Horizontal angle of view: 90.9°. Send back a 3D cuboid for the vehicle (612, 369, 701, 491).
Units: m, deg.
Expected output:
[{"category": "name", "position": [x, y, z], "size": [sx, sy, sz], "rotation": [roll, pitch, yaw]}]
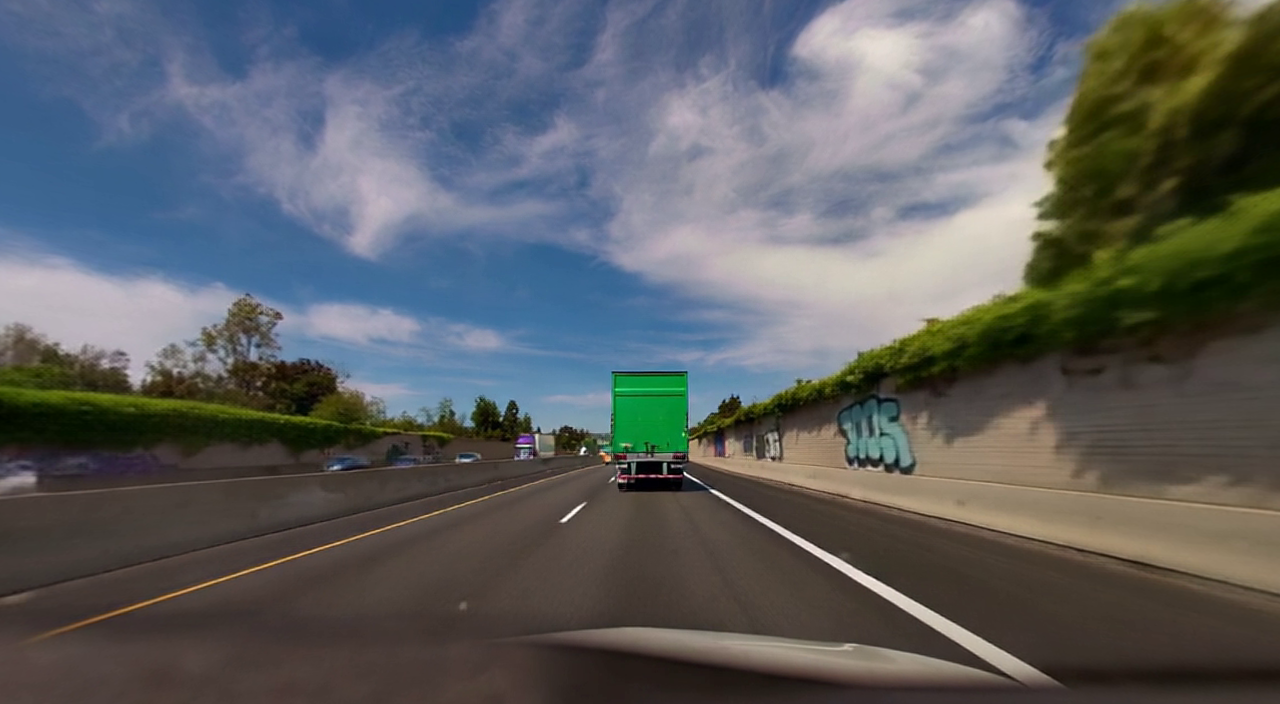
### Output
[{"category": "vehicle", "position": [0.428, 3.316, 25.710], "size": [2.900, 3.955, 10.151], "rotation": [0, -9, -1]}]
